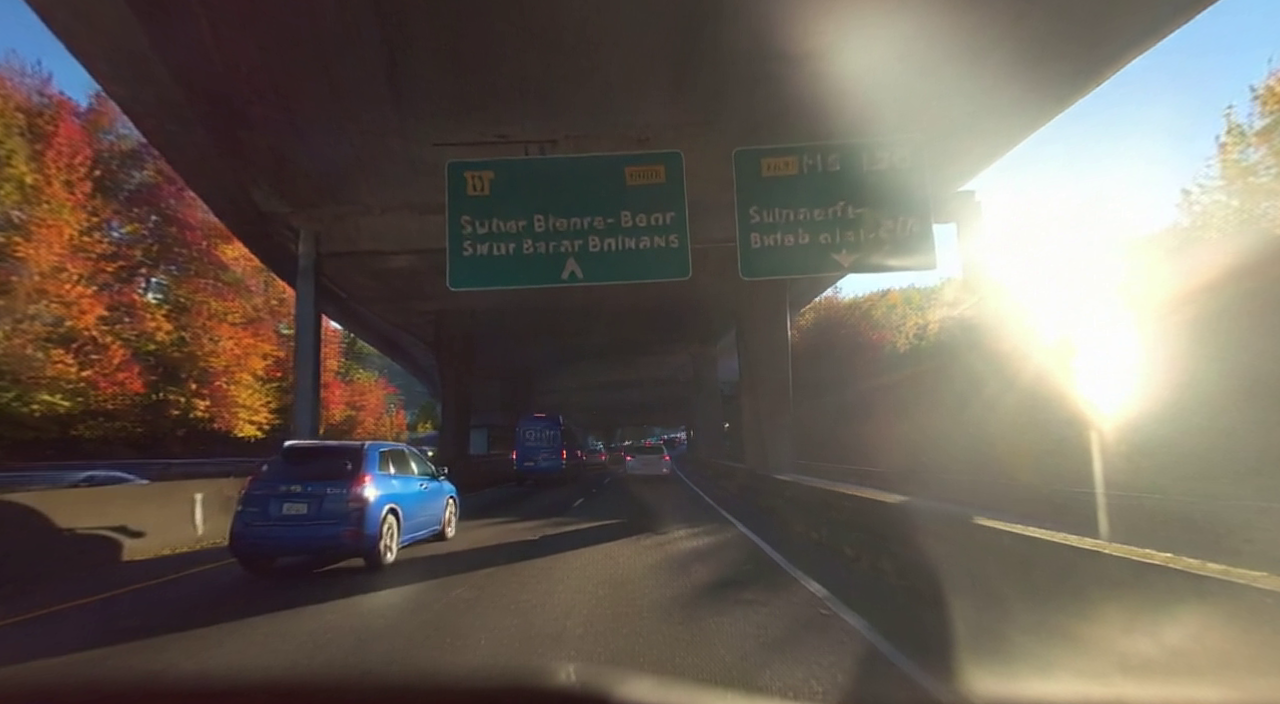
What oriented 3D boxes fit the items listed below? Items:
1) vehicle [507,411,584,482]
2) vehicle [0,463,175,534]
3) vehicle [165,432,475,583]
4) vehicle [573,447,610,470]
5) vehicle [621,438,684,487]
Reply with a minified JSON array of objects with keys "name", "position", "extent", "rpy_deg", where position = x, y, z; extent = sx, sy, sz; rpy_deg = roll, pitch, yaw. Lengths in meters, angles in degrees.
[{"name":"vehicle","position":[-3.866,4.053,26.903],"extent":[2.275,2.692,5.810],"rpy_deg":[0,-9,1]},{"name":"vehicle","position":[-14.926,3.766,16.628],"extent":[1.832,1.494,4.349],"rpy_deg":[0,-9,0]},{"name":"vehicle","position":[-3.745,1.873,8.325],"extent":[1.977,1.485,3.973],"rpy_deg":[0,-9,0]},{"name":"vehicle","position":[-3.223,7.135,42.178],"extent":[2.015,1.496,4.312],"rpy_deg":[-1,-9,2]},{"name":"vehicle","position":[0.447,4.134,23.756],"extent":[2.195,1.679,4.070],"rpy_deg":[0,-9,1]}]
